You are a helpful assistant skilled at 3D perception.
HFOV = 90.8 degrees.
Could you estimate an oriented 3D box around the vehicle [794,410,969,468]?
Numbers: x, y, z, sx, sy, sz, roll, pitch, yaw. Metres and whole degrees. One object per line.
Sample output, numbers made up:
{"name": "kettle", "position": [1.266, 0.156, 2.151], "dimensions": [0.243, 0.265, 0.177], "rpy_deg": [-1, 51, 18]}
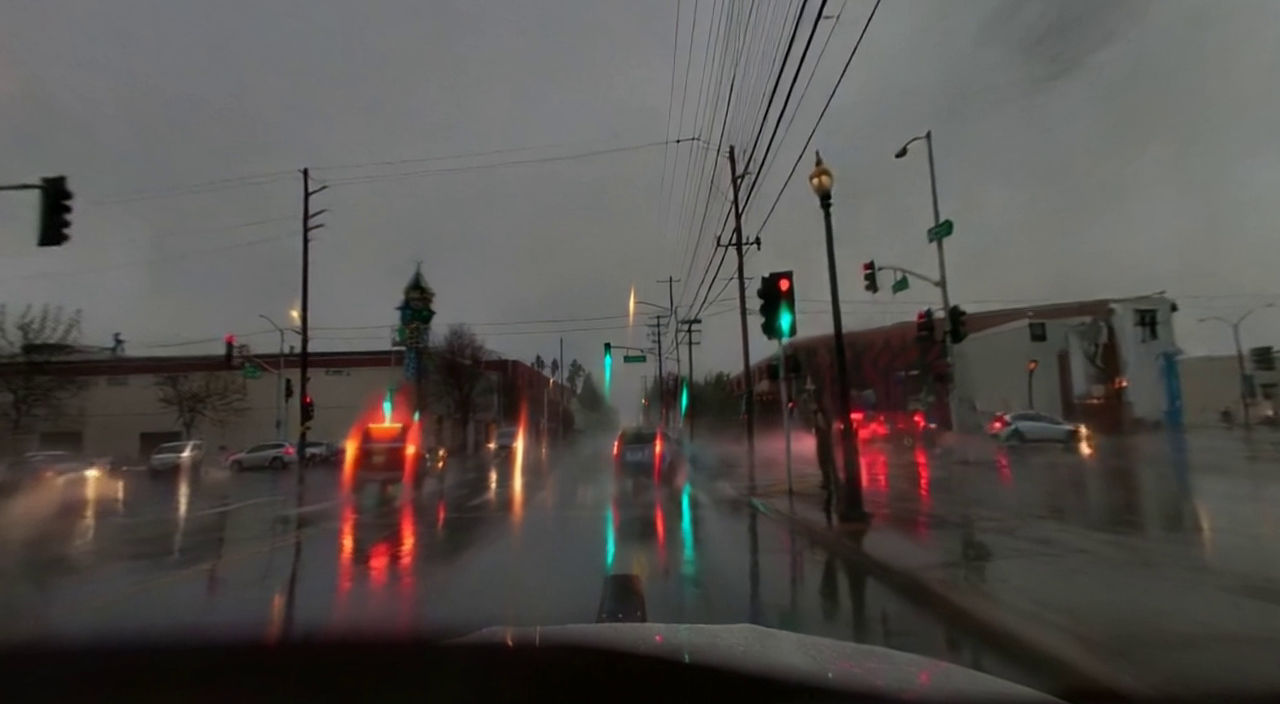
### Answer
{"name": "vehicle", "position": [7.503, 2.714, 19.904], "dimensions": [4.714, 1.686, 1.973], "rpy_deg": [1, -7, -8]}

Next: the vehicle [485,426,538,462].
{"name": "vehicle", "position": [-5.754, 4.063, 28.090], "dimensions": [2.097, 1.457, 4.439], "rpy_deg": [2, -8, -13]}

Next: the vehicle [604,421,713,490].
{"name": "vehicle", "position": [0.633, 2.568, 16.214], "dimensions": [2.059, 1.497, 4.260], "rpy_deg": [-1, -7, 12]}

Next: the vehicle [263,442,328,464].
{"name": "vehicle", "position": [-22.964, 6.717, 42.170], "dimensions": [3.360, 1.392, 1.674], "rpy_deg": [0, -8, 0]}

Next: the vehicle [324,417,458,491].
{"name": "vehicle", "position": [-6.585, 2.733, 17.313], "dimensions": [2.063, 1.751, 4.229], "rpy_deg": [0, -7, -2]}

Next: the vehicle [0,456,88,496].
{"name": "vehicle", "position": [-26.006, 5.077, 26.060], "dimensions": [4.479, 1.484, 2.036], "rpy_deg": [0, -7, 0]}

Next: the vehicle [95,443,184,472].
{"name": "vehicle", "position": [-34.678, 7.296, 43.852], "dimensions": [4.492, 1.880, 1.879], "rpy_deg": [0, -7, -1]}
